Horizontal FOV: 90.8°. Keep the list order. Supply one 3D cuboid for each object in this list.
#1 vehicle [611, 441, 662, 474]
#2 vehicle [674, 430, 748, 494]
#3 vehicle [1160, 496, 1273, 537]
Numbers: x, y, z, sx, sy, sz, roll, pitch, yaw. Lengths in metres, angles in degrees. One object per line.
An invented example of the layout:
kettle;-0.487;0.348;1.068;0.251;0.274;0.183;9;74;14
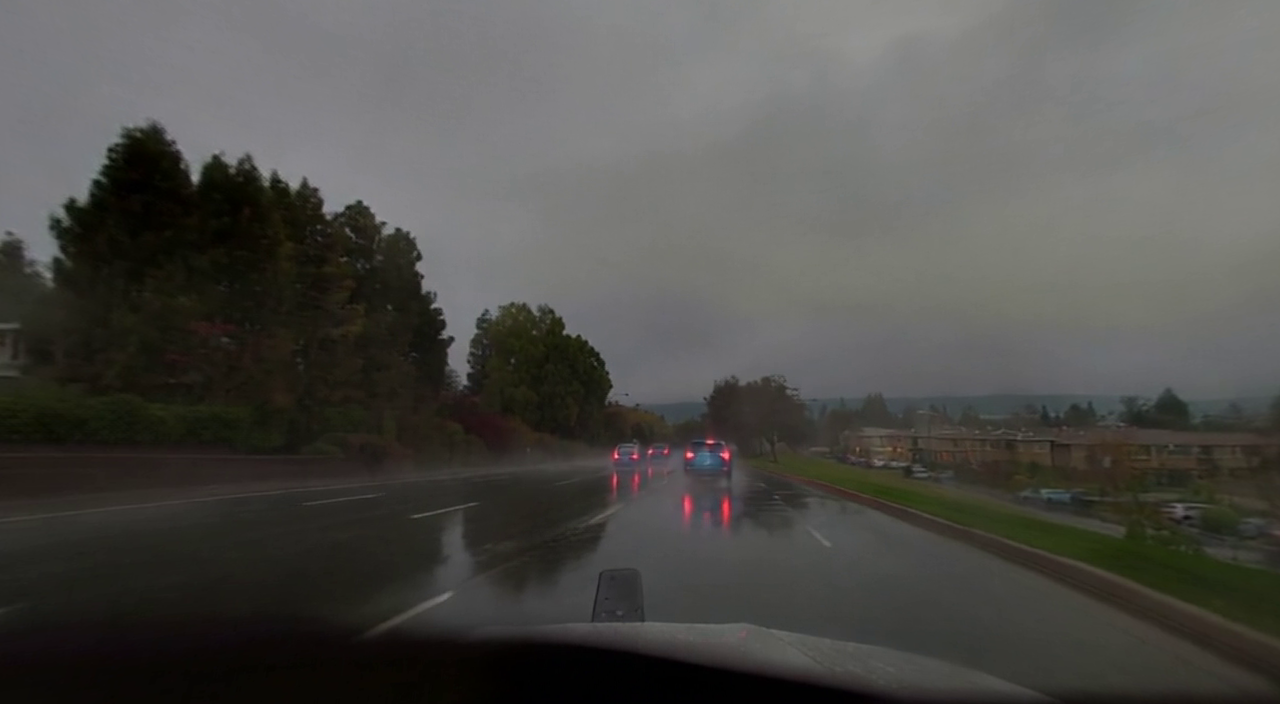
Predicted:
vehicle;-0.109;5.588;33.733;2.123;1.592;4.505;-1;-8;7
vehicle;2.373;3.517;20.626;2.125;1.830;4.370;-1;-8;8
vehicle;34.561;9.843;38.127;2.067;1.926;5.010;0;-9;0
